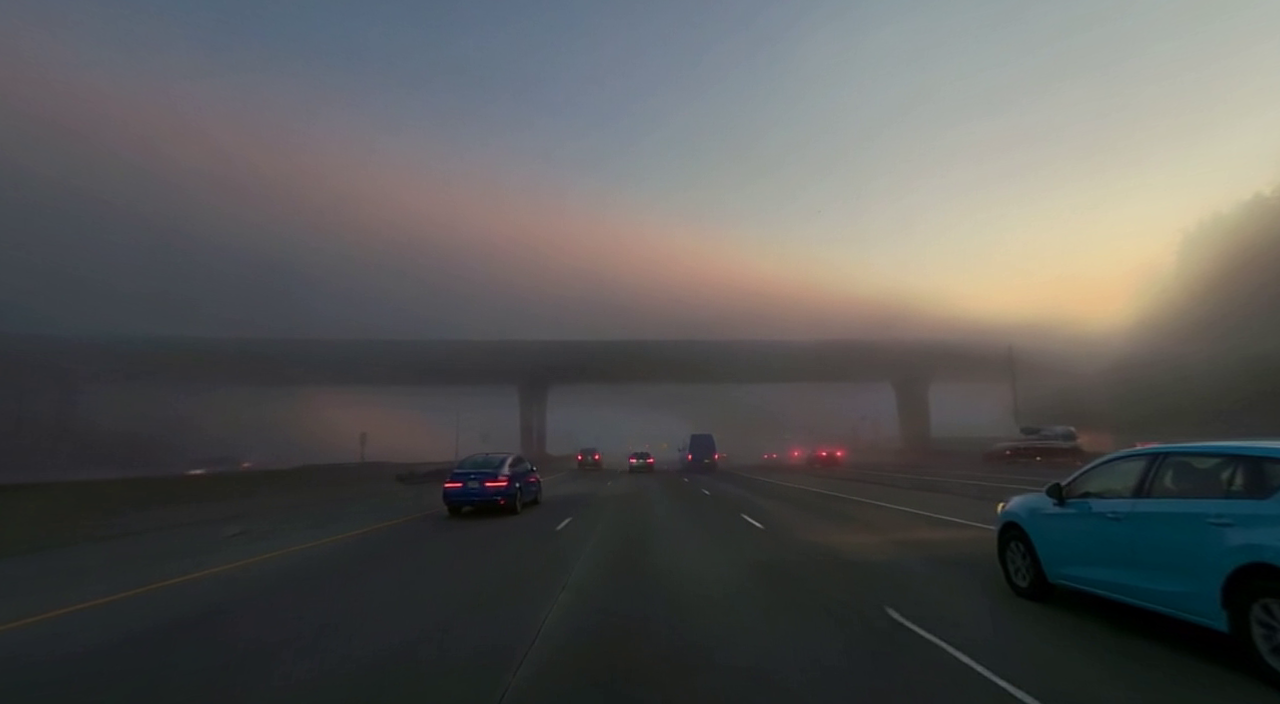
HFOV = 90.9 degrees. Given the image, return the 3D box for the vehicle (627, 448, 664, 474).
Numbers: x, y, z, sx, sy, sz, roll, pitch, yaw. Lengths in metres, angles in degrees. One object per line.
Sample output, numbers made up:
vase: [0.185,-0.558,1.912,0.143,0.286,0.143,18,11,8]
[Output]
vehicle: [0.304,6.688,38.765,2.174,1.467,4.005,0,-8,0]

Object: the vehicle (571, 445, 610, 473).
vehicle: [-3.209,6.981,41.349,2.078,1.706,4.298,-1,-8,2]

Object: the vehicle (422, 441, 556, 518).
vehicle: [-3.385,2.926,15.032,2.137,1.562,3.926,0,-8,2]

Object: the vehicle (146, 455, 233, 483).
vehicle: [-26.289,6.808,36.971,1.981,1.424,4.195,0,-9,0]

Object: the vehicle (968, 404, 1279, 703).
vehicle: [4.070,1.100,3.467,2.085,1.558,4.466,0,-8,-1]

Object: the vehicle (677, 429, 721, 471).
vehicle: [4.117,7.014,45.313,2.436,2.745,6.607,0,-9,-1]
